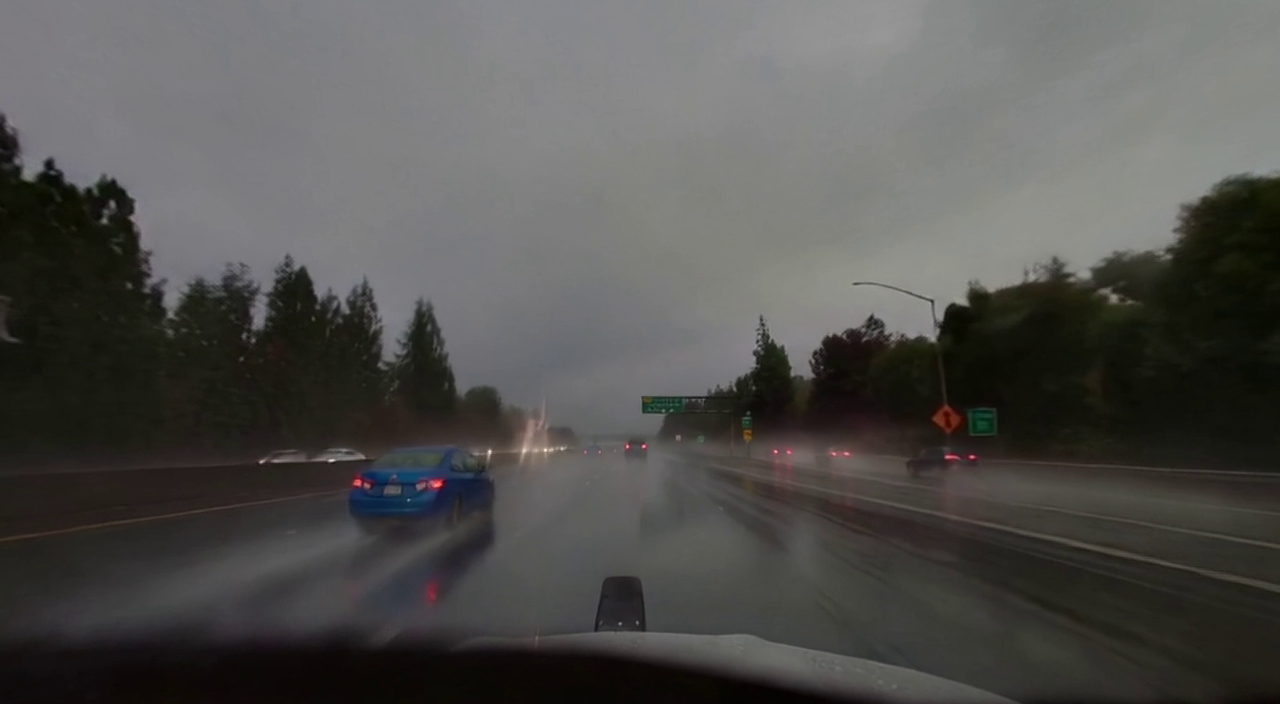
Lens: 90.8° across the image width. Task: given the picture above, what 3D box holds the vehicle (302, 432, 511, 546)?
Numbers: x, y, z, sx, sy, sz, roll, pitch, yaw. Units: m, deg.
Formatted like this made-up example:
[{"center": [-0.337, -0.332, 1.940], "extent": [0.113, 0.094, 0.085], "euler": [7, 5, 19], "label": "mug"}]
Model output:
[{"center": [-3.667, 2.226, 10.885], "extent": [2.020, 1.554, 4.137], "euler": [0, -9, 0], "label": "vehicle"}]

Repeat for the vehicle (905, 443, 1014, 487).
[{"center": [12.266, 4.362, 24.697], "extent": [1.940, 1.496, 4.992], "euler": [-1, -9, 4], "label": "vehicle"}]

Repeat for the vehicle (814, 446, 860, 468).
[{"center": [13.797, 7.368, 44.559], "extent": [1.873, 1.463, 4.937], "euler": [0, -9, 2], "label": "vehicle"}]

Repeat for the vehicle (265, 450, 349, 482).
[{"center": [-21.119, 7.211, 40.390], "extent": [2.343, 1.886, 5.482], "euler": [0, -9, 0], "label": "vehicle"}]
